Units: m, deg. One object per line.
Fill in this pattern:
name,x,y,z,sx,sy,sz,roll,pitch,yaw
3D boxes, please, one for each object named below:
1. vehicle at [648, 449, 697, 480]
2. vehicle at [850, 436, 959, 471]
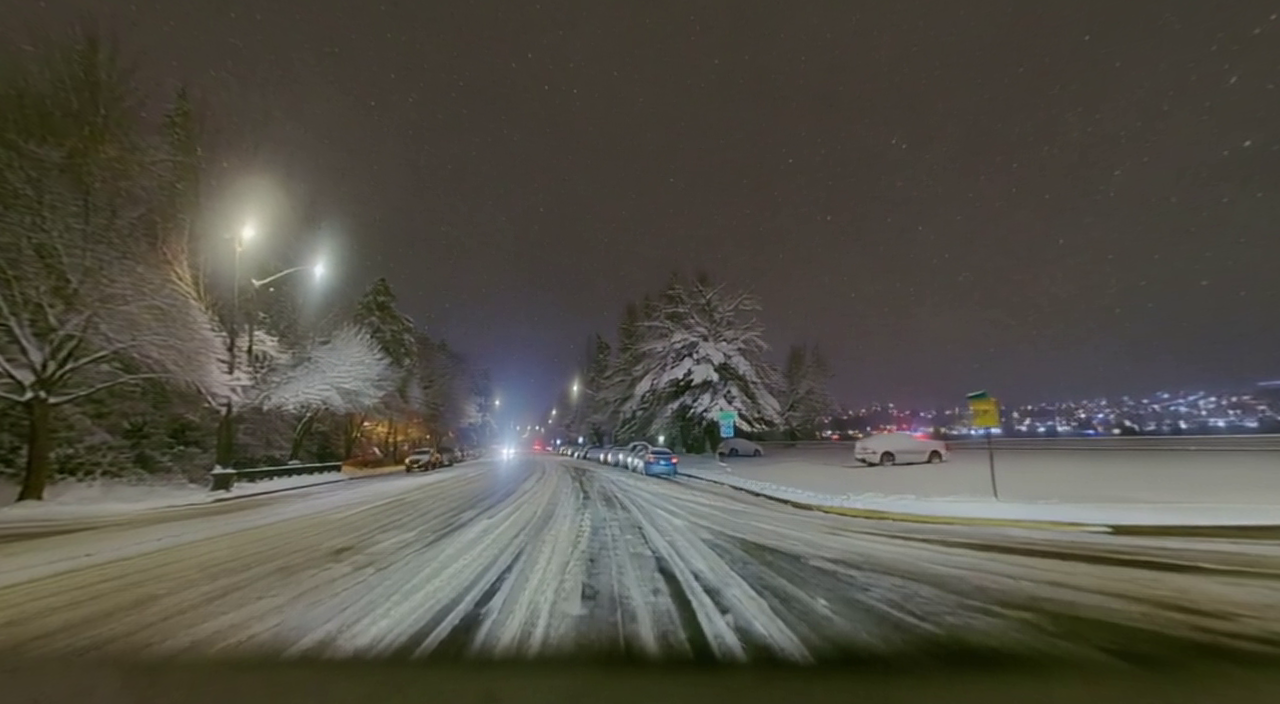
vehicle,1.638,5.892,33.352,1.866,1.492,4.093,1,-8,-7
vehicle,12.137,4.678,29.152,4.201,1.546,1.749,0,-8,-5
